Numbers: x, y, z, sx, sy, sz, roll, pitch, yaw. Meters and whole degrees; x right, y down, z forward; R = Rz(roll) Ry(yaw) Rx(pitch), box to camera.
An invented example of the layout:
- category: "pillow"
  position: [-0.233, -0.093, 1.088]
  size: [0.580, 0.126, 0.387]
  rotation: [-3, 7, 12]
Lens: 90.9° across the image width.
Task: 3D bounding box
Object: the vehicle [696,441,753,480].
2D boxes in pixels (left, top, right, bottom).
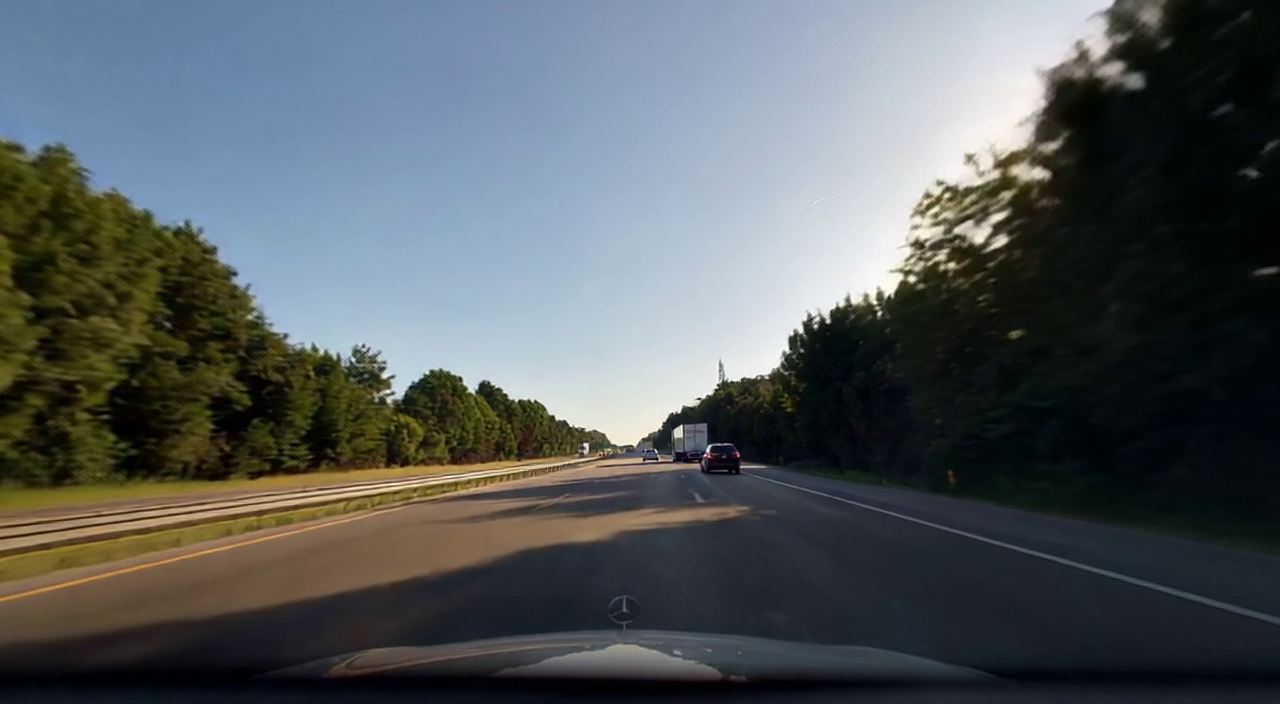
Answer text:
- category: "vehicle"
  position: [3.814, 5.021, 29.301]
  size: [2.096, 1.653, 4.185]
  rotation: [0, -9, 0]
